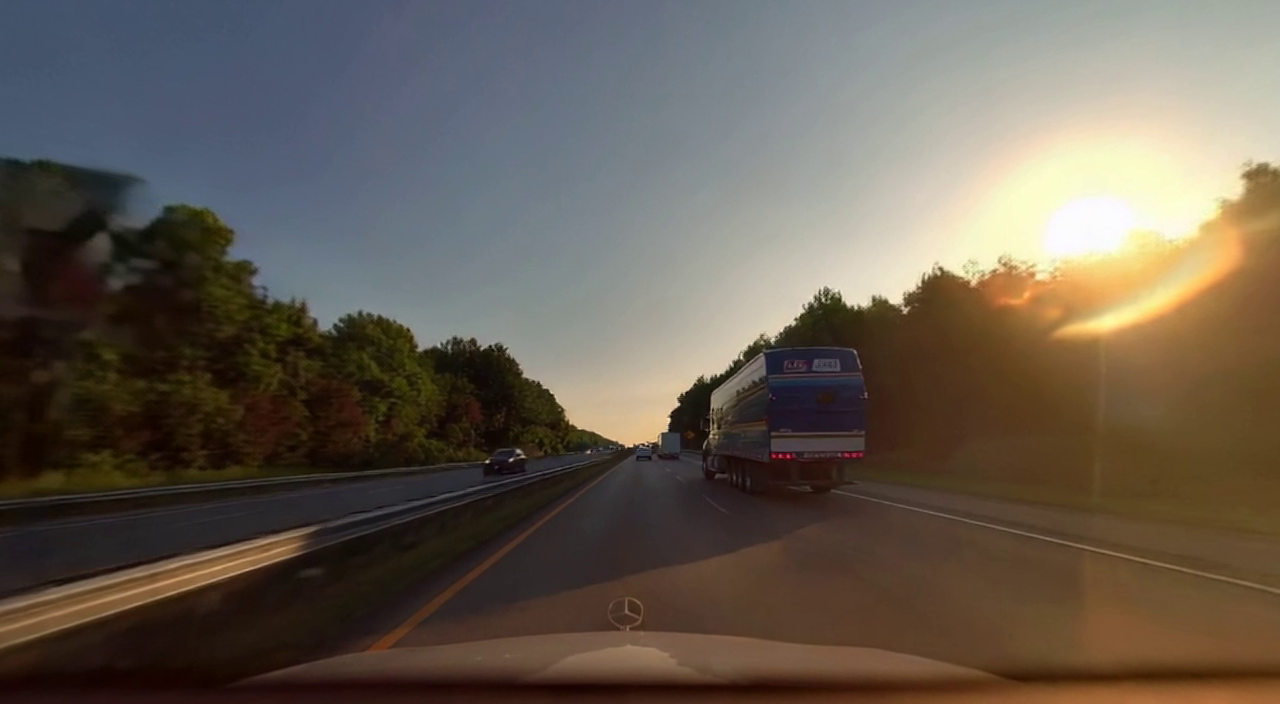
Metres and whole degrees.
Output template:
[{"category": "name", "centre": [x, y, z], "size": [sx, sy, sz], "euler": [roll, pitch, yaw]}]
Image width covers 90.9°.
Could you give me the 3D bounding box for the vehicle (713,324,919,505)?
[{"category": "vehicle", "centre": [4.811, 2.497, 21.543], "size": [2.939, 4.129, 14.300], "euler": [0, -9, 0]}]

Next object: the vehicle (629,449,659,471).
[{"category": "vehicle", "centre": [0.250, 7.213, 42.273], "size": [1.926, 1.386, 3.615], "euler": [0, -9, 0]}]

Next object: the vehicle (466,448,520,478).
[{"category": "vehicle", "centre": [-8.453, 6.442, 36.706], "size": [2.081, 1.624, 4.314], "euler": [0, -9, 0]}]
